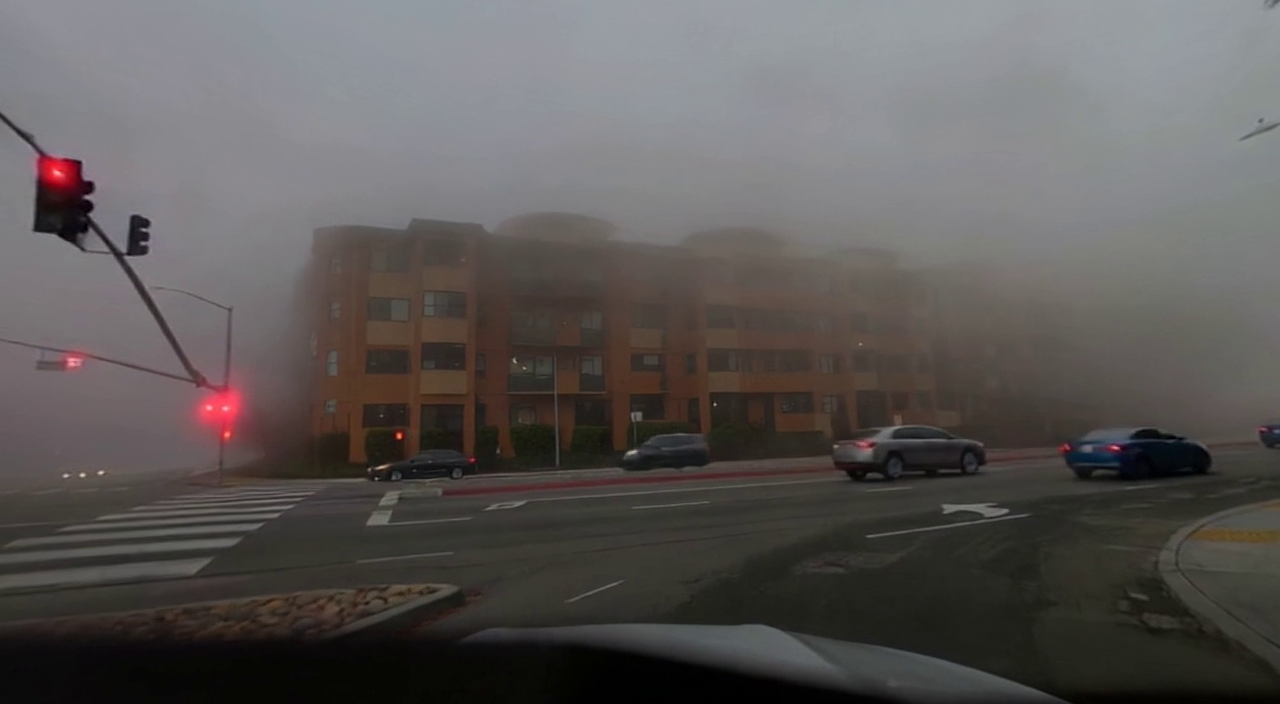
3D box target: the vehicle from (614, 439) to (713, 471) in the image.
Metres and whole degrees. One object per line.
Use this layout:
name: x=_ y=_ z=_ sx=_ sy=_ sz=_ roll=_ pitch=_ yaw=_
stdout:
vehicle: x=1.237 y=5.258 z=32.409 sx=4.751 sy=1.487 sz=1.888 roll=4 pitch=-9 yaw=-26

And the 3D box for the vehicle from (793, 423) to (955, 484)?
vehicle: x=7.291 y=3.135 z=19.665 sx=4.683 sy=1.678 sz=1.981 roll=4 pitch=-9 yaw=-26

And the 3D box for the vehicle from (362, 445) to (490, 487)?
vehicle: x=-8.013 y=4.232 z=23.698 sx=4.289 sy=1.415 sz=1.774 roll=4 pitch=-9 yaw=-27

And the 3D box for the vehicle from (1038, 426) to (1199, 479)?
vehicle: x=14.517 y=3.022 z=19.122 sx=4.521 sy=1.433 sz=1.943 roll=4 pitch=-9 yaw=-26
